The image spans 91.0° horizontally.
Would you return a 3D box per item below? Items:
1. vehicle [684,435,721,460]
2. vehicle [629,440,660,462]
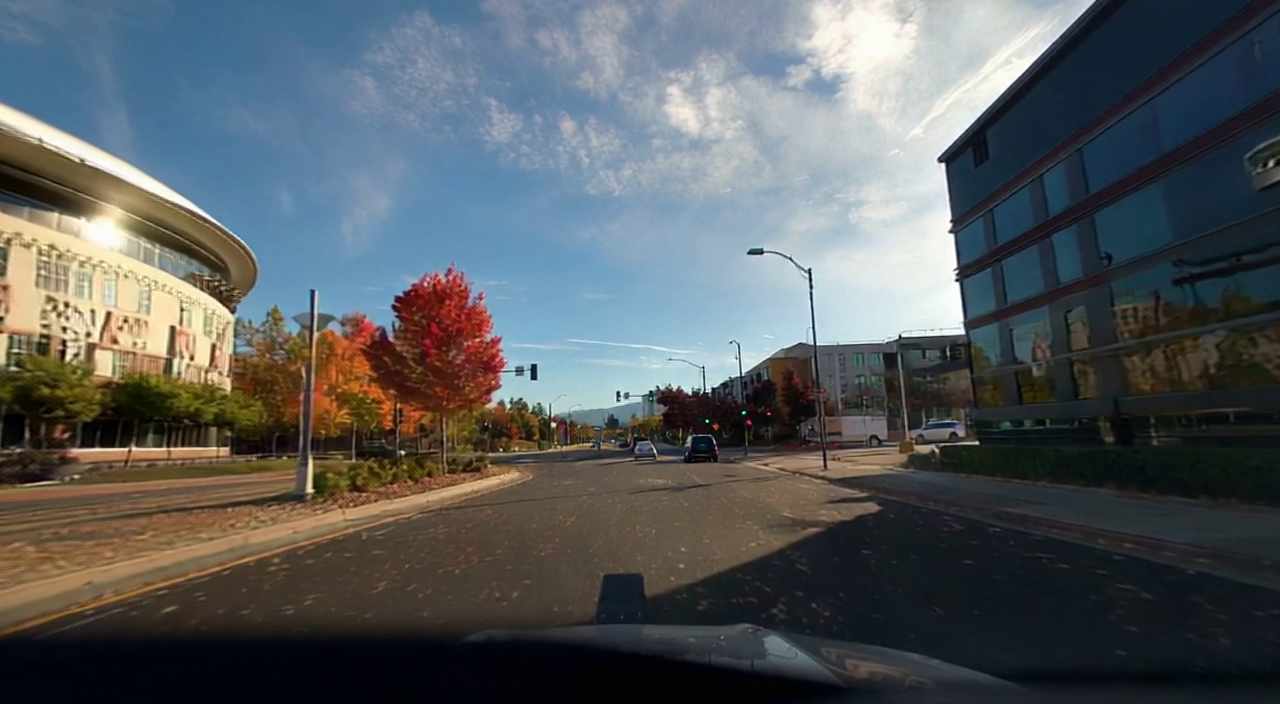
[{"bbox_3d":[4.641,7.171,47.299,2.174,1.749,4.739,0,-9,-2],"label":"vehicle"},{"bbox_3d":[0.277,7.091,45.127,2.014,1.525,4.197,0,-9,-2],"label":"vehicle"}]
